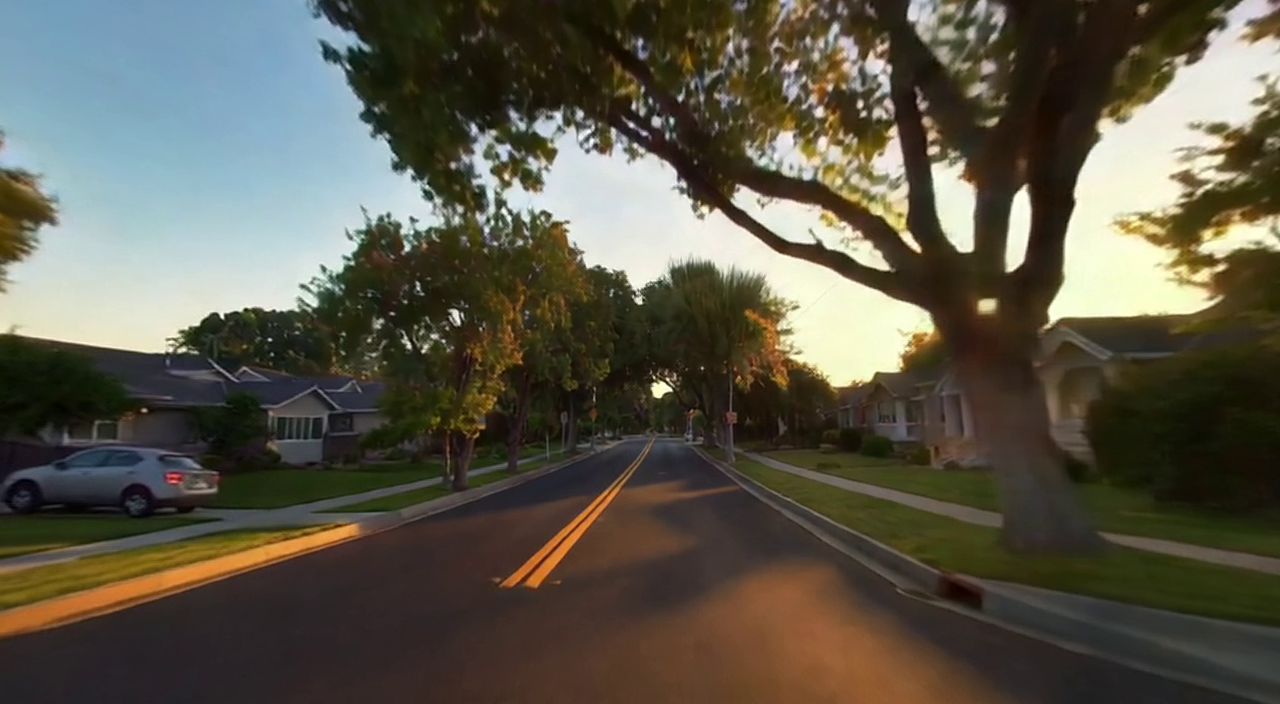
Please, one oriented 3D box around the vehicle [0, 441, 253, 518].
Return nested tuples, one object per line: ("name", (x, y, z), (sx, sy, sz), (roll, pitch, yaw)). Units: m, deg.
("vehicle", (-11.157, 2.635, 13.379), (4.659, 1.464, 1.930), (0, -8, 3))
